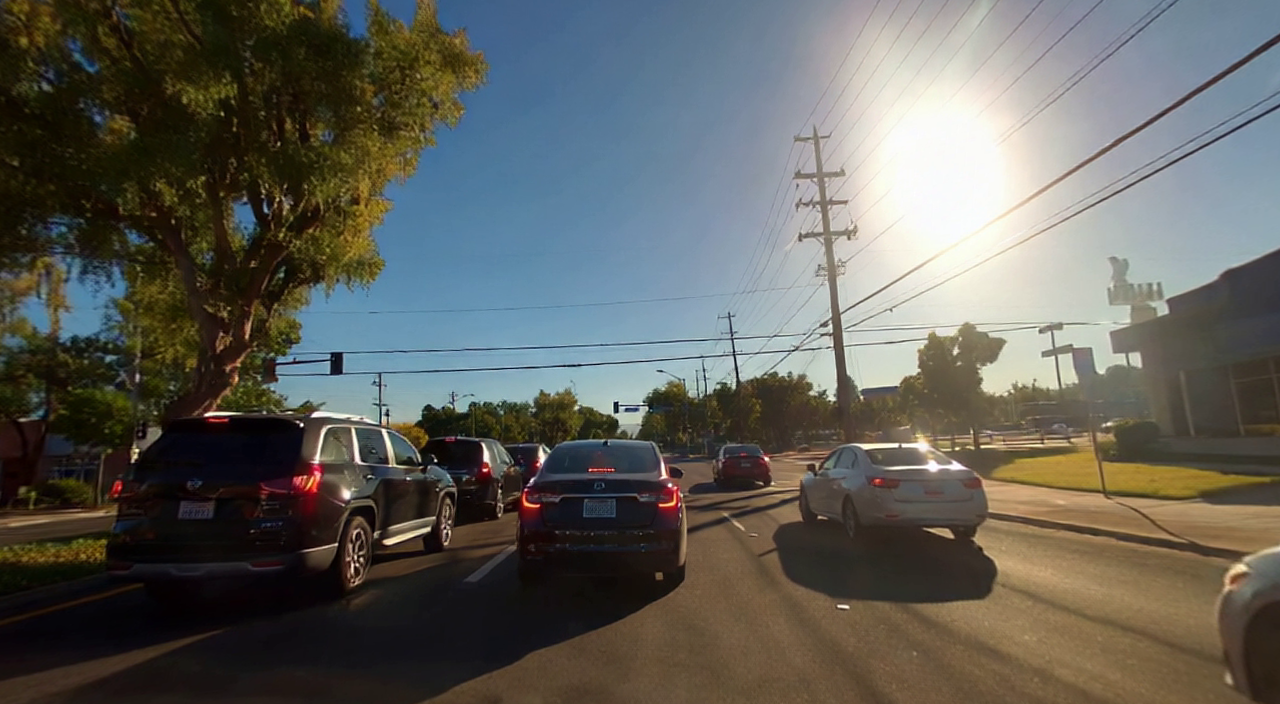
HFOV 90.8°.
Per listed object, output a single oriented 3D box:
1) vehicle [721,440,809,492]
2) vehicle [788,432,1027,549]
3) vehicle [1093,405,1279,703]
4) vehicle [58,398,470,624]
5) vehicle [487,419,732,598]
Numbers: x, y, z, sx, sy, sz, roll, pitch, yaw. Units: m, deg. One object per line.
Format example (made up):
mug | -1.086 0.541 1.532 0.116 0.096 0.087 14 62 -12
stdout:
vehicle | 3.822 3.552 20.025 1.876 1.456 4.025 0 -9 -1
vehicle | 3.924 2.098 10.278 1.909 1.473 4.361 0 -9 -1
vehicle | 3.589 0.769 1.278 1.929 1.479 4.723 0 -9 1
vehicle | -3.436 1.525 6.999 1.979 1.697 4.254 0 -9 -1
vehicle | -0.317 1.632 7.400 2.097 1.511 3.809 0 -9 -2
